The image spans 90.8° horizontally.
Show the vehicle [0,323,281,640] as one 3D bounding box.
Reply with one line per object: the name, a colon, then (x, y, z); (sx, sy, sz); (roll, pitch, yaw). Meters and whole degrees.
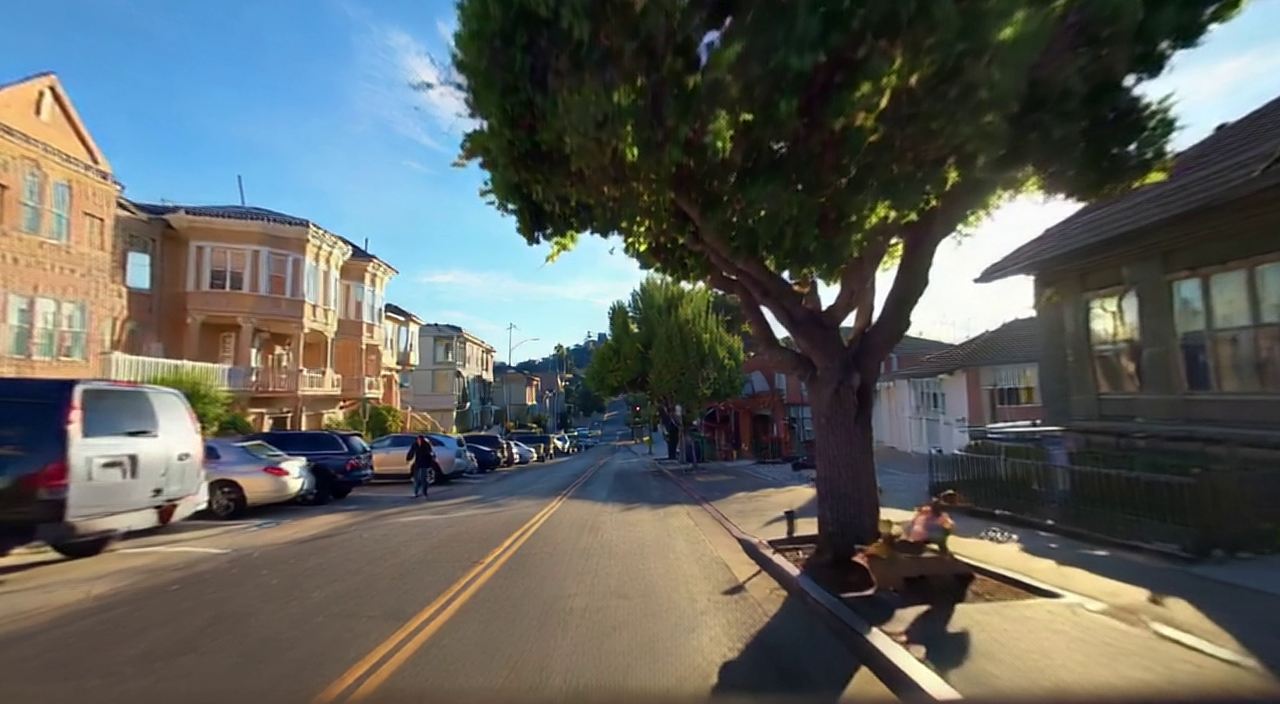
vehicle: (-7.117, 1.155, 6.152); (5.592, 2.439, 2.515); (0, -9, -1)
